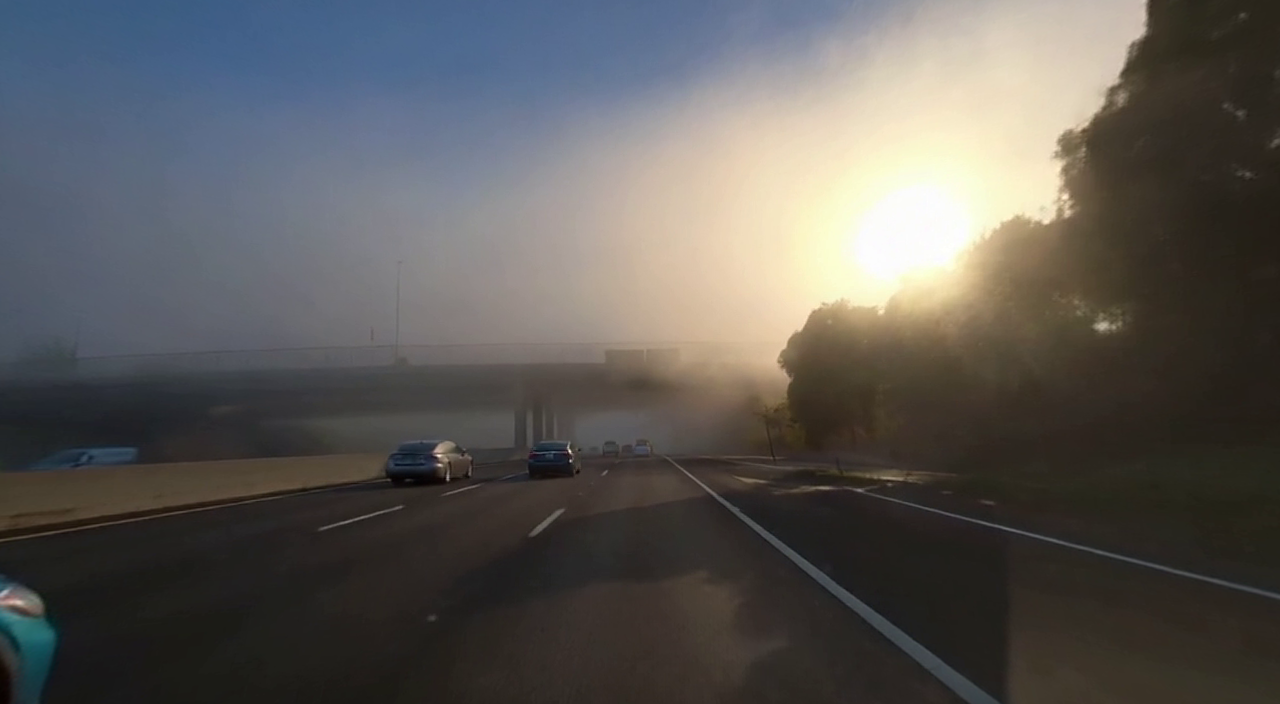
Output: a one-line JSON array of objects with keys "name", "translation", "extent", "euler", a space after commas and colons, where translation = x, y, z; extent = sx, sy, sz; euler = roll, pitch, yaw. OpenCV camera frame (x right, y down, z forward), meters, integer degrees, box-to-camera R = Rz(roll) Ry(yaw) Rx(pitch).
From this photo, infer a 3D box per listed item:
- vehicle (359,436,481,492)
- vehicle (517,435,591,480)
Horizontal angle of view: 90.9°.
[{"name": "vehicle", "translation": [-6.794, 3.493, 20.150], "extent": [2.069, 1.551, 4.830], "euler": [0, -8, 1]}, {"name": "vehicle", "translation": [-3.292, 4.167, 25.246], "extent": [2.210, 1.628, 4.586], "euler": [-1, -8, 1]}]
